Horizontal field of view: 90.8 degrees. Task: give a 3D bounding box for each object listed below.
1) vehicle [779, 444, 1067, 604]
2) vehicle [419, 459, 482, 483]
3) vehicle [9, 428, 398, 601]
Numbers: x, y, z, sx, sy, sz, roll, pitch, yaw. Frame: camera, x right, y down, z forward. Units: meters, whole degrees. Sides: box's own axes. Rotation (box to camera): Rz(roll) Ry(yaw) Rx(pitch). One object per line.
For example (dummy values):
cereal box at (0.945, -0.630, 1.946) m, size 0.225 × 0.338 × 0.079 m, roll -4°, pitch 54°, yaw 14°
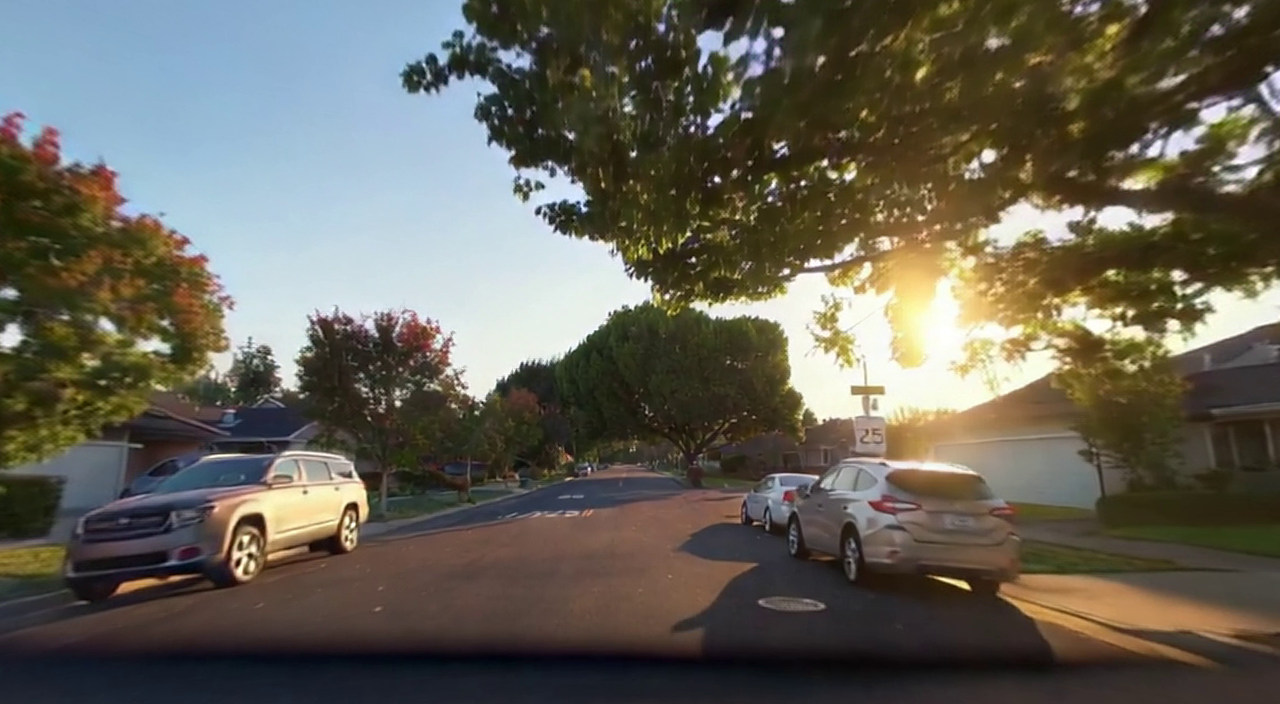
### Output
vehicle at (3.643, 2.350, 9.345) m, size 2.033 × 1.730 × 4.554 m, roll 1°, pitch -11°, yaw -1°
vehicle at (-13.780, 8.735, 46.138) m, size 3.921 × 1.629 × 1.832 m, roll 0°, pitch -12°, yaw 2°
vehicle at (-6.148, 2.443, 10.245) m, size 2.322 × 1.949 × 5.695 m, roll 0°, pitch -11°, yaw -2°
